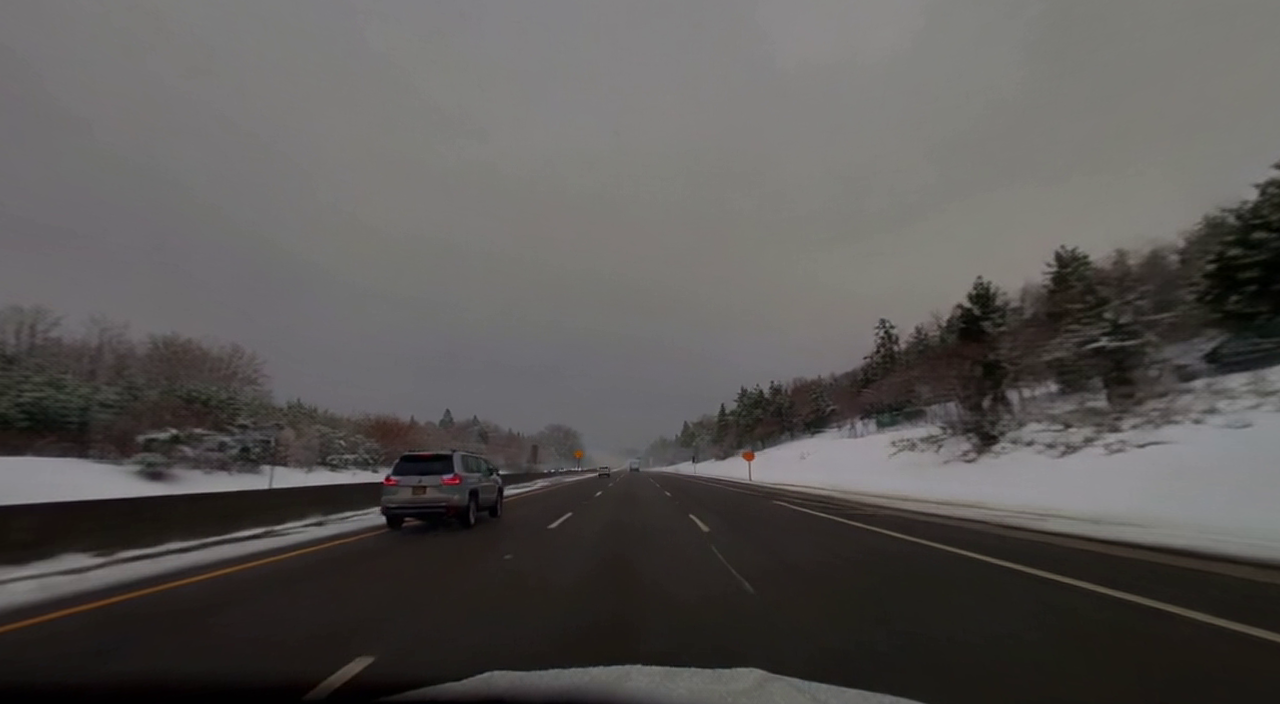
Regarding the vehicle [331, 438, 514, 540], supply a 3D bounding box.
[{"bbox_3d":[-4.301,2.849,13.527,2.178,1.736,4.847,1,-10,0],"label":"vehicle"}]
